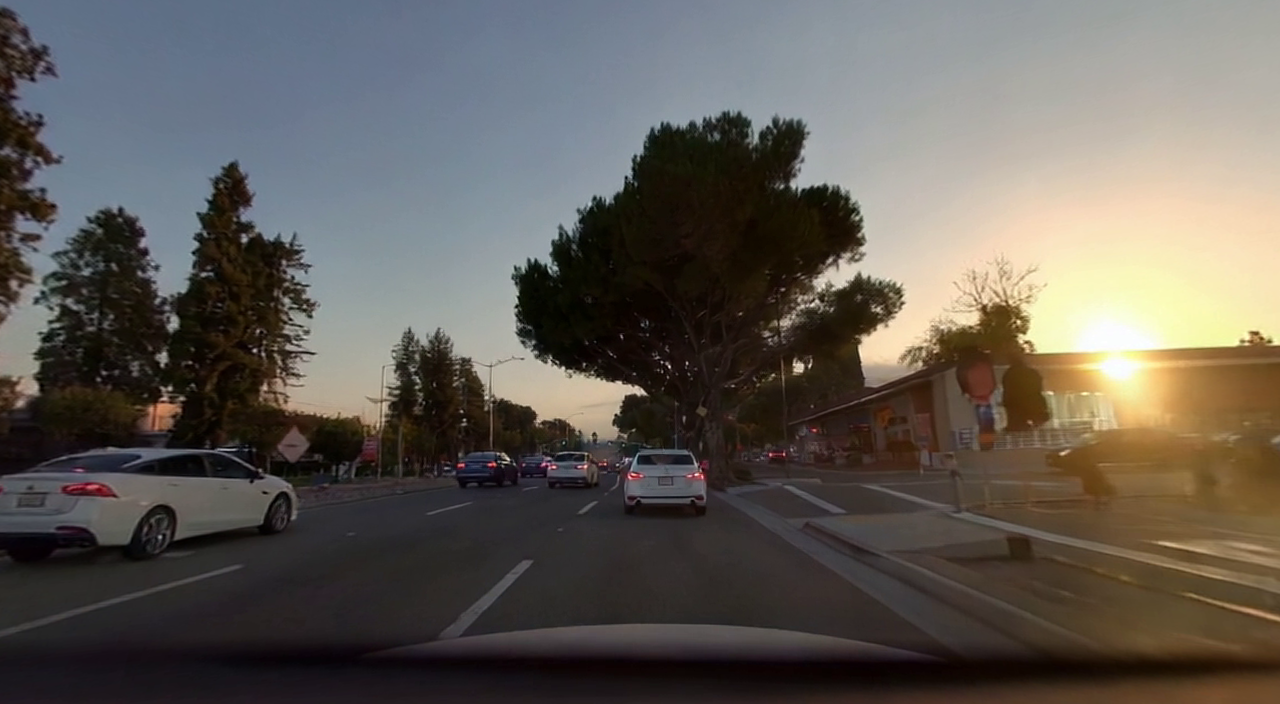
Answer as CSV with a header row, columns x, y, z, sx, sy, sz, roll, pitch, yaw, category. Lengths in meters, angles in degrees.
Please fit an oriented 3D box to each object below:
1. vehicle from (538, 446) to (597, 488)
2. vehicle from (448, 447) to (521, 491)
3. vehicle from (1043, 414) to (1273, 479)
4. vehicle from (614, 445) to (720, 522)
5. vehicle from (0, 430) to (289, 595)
x,y,z,sx,sy,sz,roll,pitch,yaw,category
-3.244,5.247,29.133,2.055,1.725,4.732,0,-8,2,vehicle
-6.872,5.193,28.323,2.032,1.767,4.549,0,-8,1,vehicle
17.964,3.320,22.207,5.852,1.962,2.323,-7,-11,41,vehicle
0.558,2.892,14.443,2.091,1.494,3.962,0,-8,1,vehicle
-7.041,1.955,8.602,1.968,1.657,4.230,0,-8,1,vehicle
